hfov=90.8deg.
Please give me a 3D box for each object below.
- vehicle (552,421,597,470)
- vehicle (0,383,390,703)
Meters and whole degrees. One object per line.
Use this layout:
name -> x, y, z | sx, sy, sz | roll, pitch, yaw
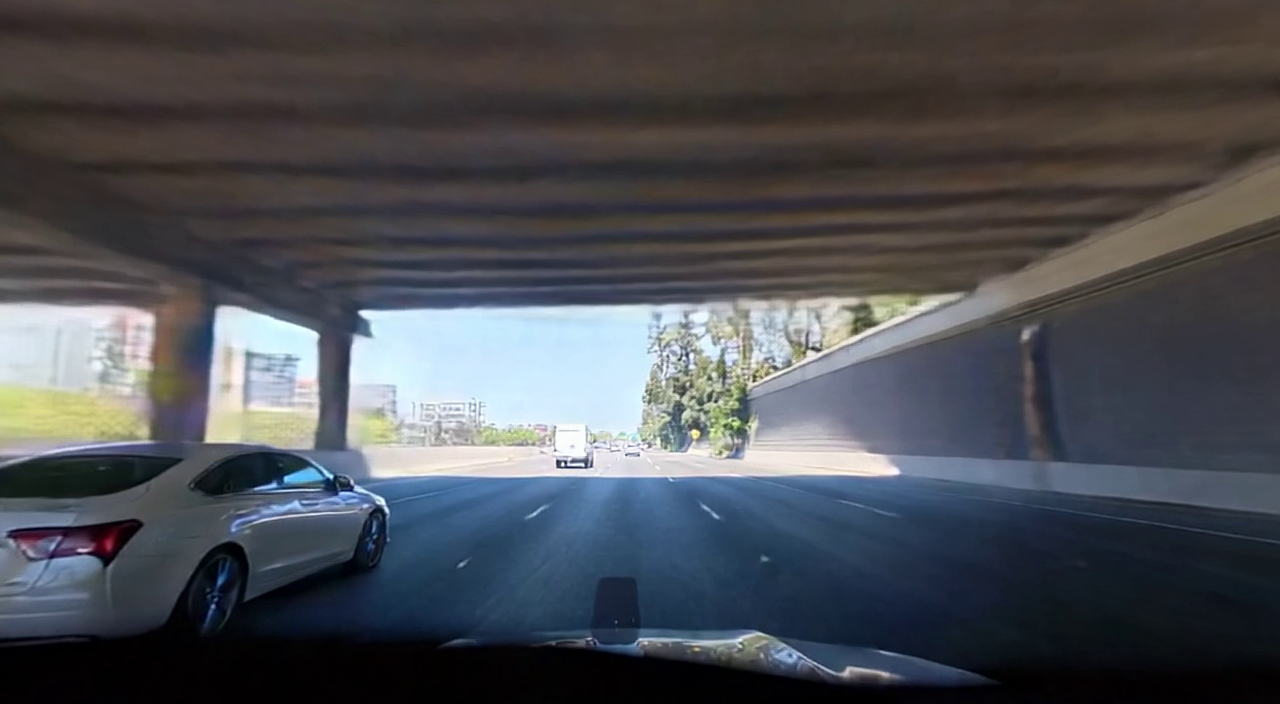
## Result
vehicle -> -4.234, 6.225, 42.077 | 2.364, 2.953, 6.732 | 0, -8, -1
vehicle -> -3.607, 1.153, 4.155 | 2.025, 1.556, 4.594 | 0, -9, 0
